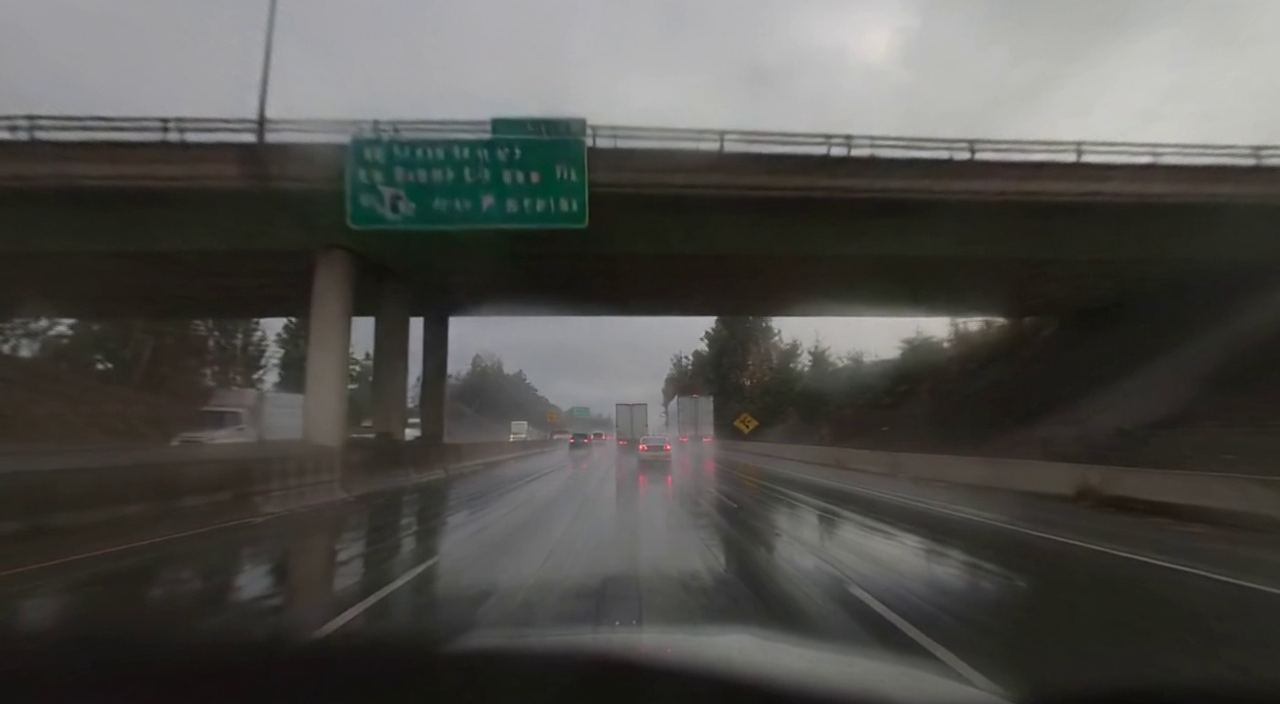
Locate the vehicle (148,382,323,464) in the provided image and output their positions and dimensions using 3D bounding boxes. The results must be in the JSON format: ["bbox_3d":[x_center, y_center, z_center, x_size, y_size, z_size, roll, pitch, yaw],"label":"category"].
[{"bbox_3d":[-21.015,3.891,33.800,3.125,3.754,9.621,0,-8,-1],"label":"vehicle"}]

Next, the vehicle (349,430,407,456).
[{"bbox_3d":[-17.245,6.020,41.724,1.975,1.616,4.475,0,-8,-1],"label":"vehicle"}]

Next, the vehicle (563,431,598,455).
[{"bbox_3d":[-4.013,6.227,43.124,1.979,1.527,4.754,0,-8,-1],"label":"vehicle"}]

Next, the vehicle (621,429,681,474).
[{"bbox_3d":[0.351,3.660,23.455,2.059,1.522,3.693,0,-8,-1],"label":"vehicle"}]

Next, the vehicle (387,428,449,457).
[{"bbox_3d":[-12.791,5.243,36.588,2.038,1.572,4.216,0,-8,0],"label":"vehicle"}]
